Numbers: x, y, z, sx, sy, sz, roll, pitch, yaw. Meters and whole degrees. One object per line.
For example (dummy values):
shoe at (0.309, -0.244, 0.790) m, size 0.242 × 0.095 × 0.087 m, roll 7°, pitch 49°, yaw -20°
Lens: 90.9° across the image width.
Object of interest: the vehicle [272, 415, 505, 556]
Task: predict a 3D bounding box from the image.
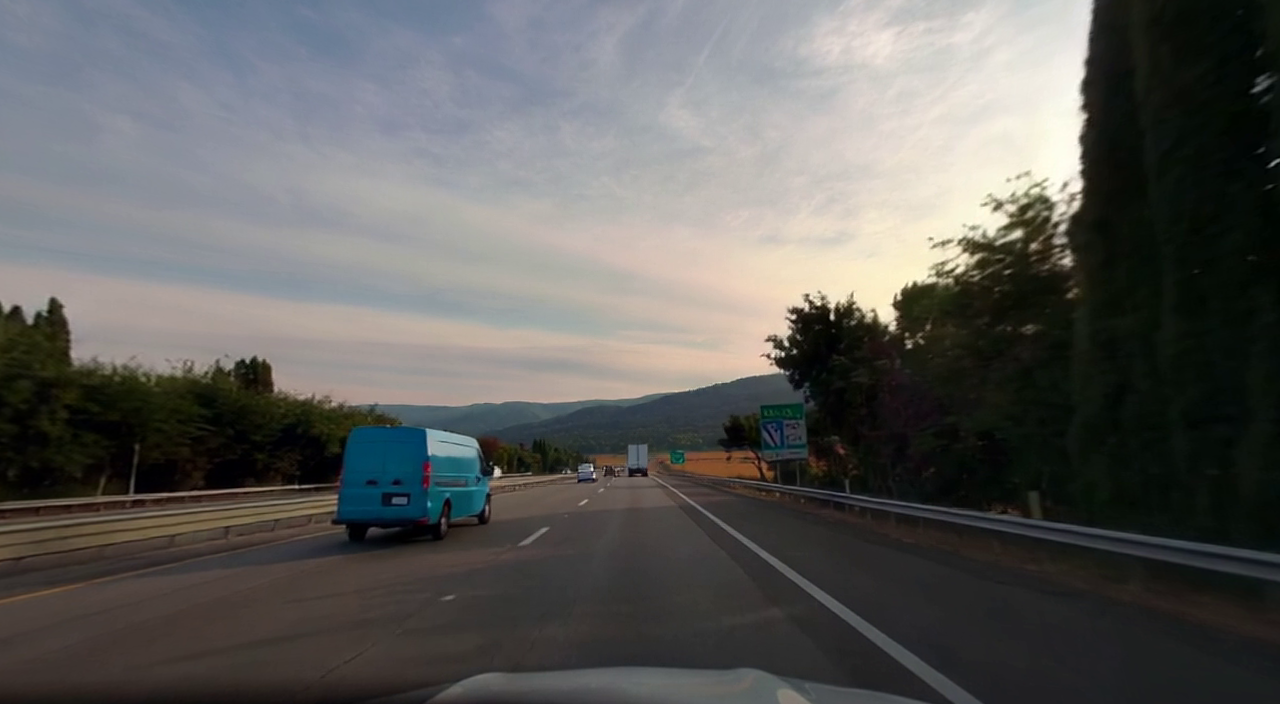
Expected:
vehicle at (-4.109, 2.339, 11.449) m, size 2.208 × 1.973 × 4.716 m, roll 1°, pitch -10°, yaw 0°
